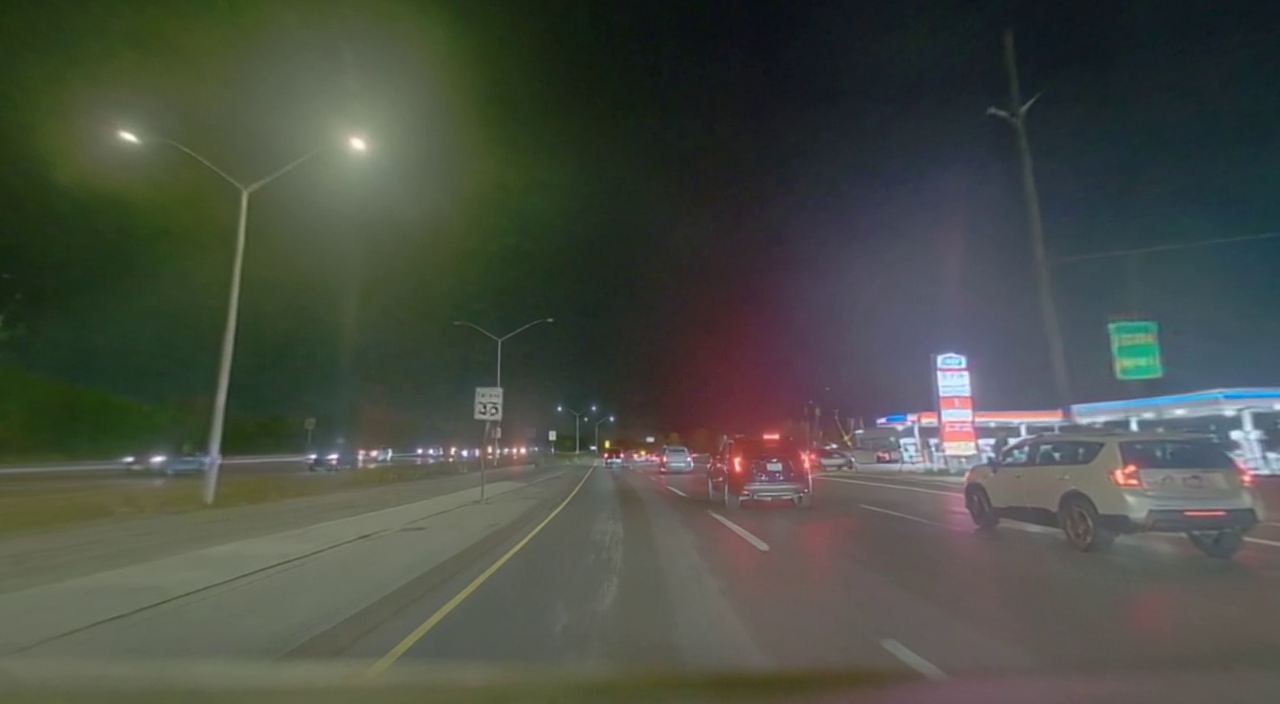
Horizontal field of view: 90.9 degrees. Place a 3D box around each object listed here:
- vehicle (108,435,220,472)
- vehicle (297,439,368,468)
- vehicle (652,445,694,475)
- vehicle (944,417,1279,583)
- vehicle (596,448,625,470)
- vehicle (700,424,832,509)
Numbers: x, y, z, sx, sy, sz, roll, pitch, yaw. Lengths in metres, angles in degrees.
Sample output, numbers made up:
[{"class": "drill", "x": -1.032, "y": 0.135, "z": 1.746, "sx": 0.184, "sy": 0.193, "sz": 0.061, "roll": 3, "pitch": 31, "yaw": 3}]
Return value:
[{"class": "vehicle", "x": -22.504, "y": 4.806, "z": 30.049, "sx": 1.872, "sy": 1.620, "sz": 4.343, "roll": 0, "pitch": -8, "yaw": 1}, {"class": "vehicle", "x": -19.020, "y": 6.297, "z": 39.234, "sx": 2.081, "sy": 1.654, "sz": 4.576, "roll": 0, "pitch": -8, "yaw": 0}, {"class": "vehicle", "x": 1.862, "y": 6.201, "z": 36.598, "sx": 2.012, "sy": 1.612, "sz": 4.114, "roll": 0, "pitch": -8, "yaw": -3}, {"class": "vehicle", "x": 6.103, "y": 1.760, "z": 8.365, "sx": 1.881, "sy": 1.604, "sz": 4.289, "roll": 0, "pitch": -8, "yaw": -1}, {"class": "vehicle", "x": -2.184, "y": 8.037, "z": 47.623, "sx": 2.107, "sy": 1.527, "sz": 4.174, "roll": 0, "pitch": -8, "yaw": -2}, {"class": "vehicle", "x": 2.928, "y": 2.792, "z": 15.864, "sx": 2.184, "sy": 1.777, "sz": 4.712, "roll": 0, "pitch": -8, "yaw": -2}]
